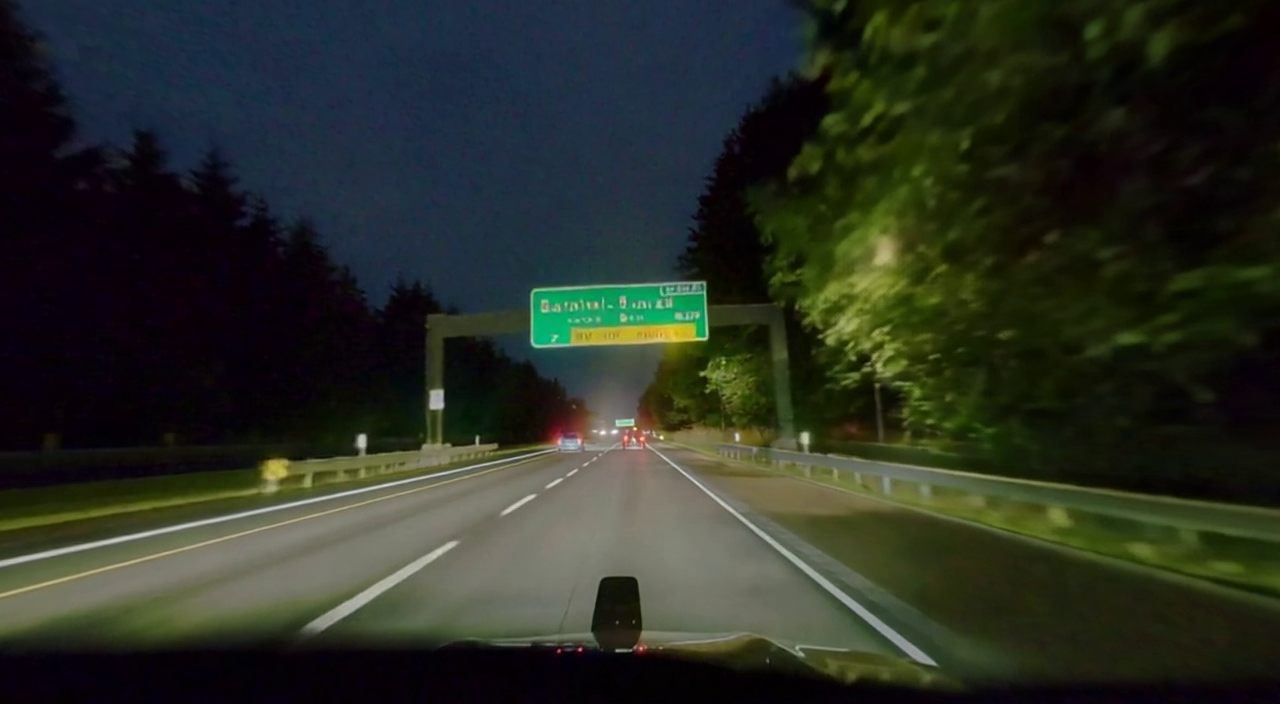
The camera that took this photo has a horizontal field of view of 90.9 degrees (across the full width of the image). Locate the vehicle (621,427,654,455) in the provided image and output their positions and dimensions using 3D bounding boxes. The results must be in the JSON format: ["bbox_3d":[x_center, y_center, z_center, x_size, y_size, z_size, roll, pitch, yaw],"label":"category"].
[{"bbox_3d":[-0.210,6.052,42.905,2.170,1.790,4.490,0,-8,-1],"label":"vehicle"}]

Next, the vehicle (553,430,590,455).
[{"bbox_3d":[-4.542,6.082,42.475,2.055,1.610,4.116,0,-8,0],"label":"vehicle"}]
